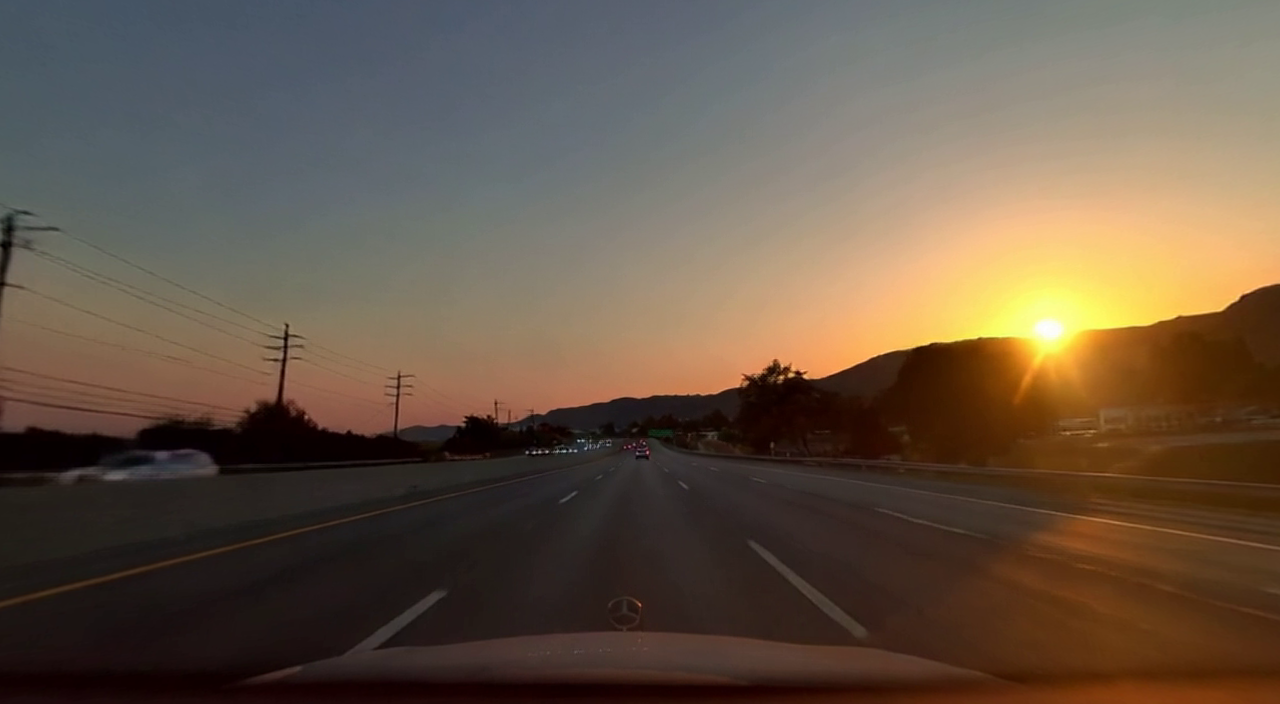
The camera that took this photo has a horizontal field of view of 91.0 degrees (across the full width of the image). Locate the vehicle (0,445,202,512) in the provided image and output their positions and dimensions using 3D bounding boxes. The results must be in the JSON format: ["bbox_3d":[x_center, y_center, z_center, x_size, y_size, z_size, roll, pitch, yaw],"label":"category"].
[{"bbox_3d":[-17.557,3.977,20.539,2.230,1.847,5.795,0,-9,1],"label":"vehicle"}]
